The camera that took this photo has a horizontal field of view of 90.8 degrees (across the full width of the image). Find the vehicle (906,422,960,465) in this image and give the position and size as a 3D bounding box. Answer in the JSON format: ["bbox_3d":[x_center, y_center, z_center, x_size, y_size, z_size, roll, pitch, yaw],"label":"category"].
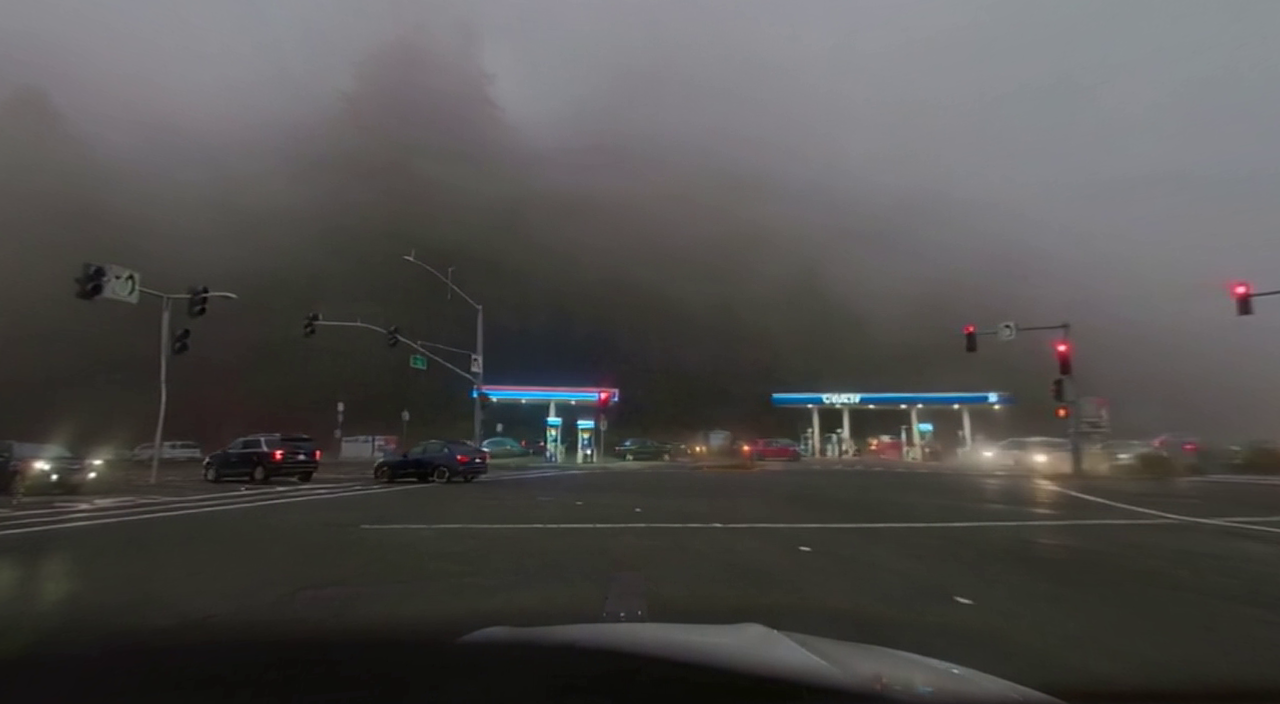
[{"bbox_3d":[16.862,5.239,36.238,2.486,2.240,5.933,-4,-9,26],"label":"vehicle"}]

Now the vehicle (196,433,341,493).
[{"bbox_3d":[-12.224,3.578,20.728,4.616,1.733,2.351,-6,-11,36],"label":"vehicle"}]

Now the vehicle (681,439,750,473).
[{"bbox_3d":[4.144,5.565,33.896,2.210,1.565,4.588,-7,-11,25],"label":"vehicle"}]

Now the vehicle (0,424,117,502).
[{"bbox_3d":[-17.234,3.107,17.717,4.658,1.911,2.162,-6,-10,27],"label":"vehicle"}]

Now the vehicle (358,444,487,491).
[{"bbox_3d":[-7.591,3.938,21.911,4.581,1.460,1.965,-6,-11,37],"label":"vehicle"}]

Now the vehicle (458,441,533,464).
[{"bbox_3d":[-10.671,7.431,46.899,5.020,1.660,1.819,6,-10,-34],"label":"vehicle"}]

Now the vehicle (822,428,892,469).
[{"bbox_3d":[11.123,4.878,32.067,2.517,1.875,5.774,-4,-9,26],"label":"vehicle"}]

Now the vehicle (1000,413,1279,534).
[{"bbox_3d":[8.577,1.998,10.961,2.126,1.626,4.585,0,-8,3],"label":"vehicle"}]

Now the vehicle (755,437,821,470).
[{"bbox_3d":[7.749,5.242,32.740,2.210,1.542,4.501,-7,-11,26],"label":"vehicle"}]
